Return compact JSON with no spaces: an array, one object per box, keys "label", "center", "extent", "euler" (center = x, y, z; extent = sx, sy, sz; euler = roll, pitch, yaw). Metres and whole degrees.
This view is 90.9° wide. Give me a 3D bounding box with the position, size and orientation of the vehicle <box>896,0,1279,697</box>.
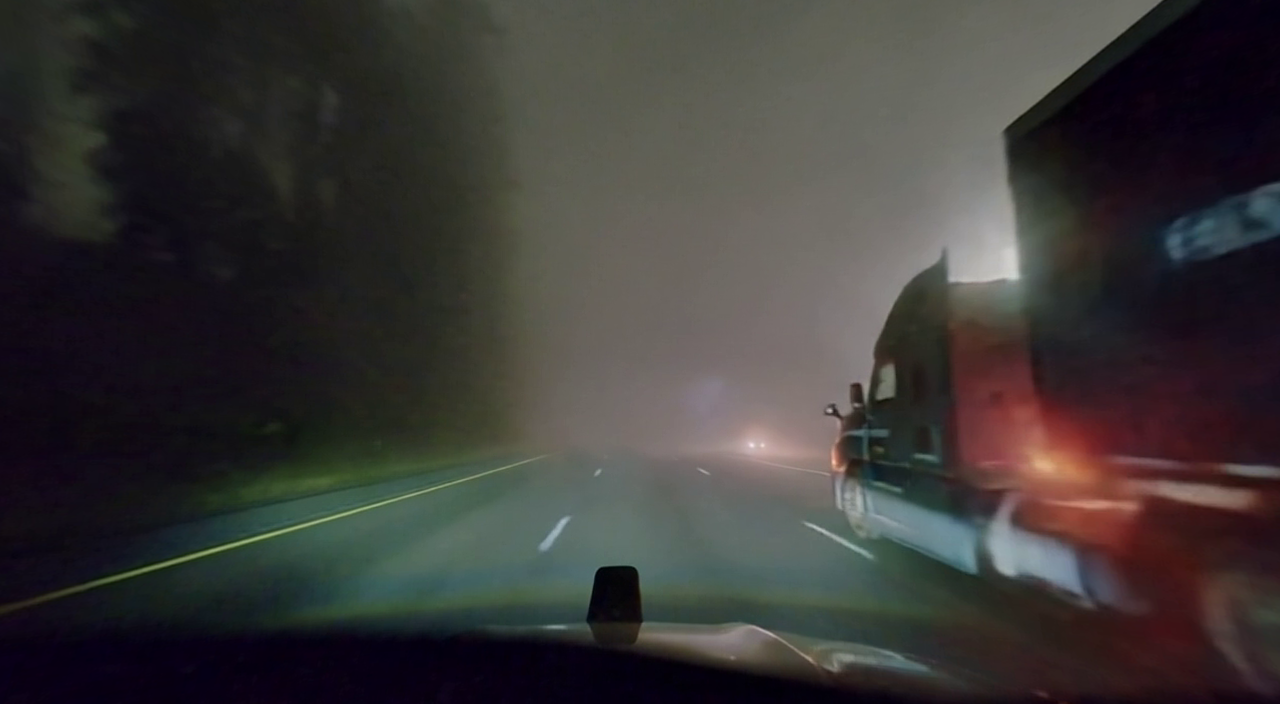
[{"label":"vehicle","center":[4.798,-0.270,2.687],"extent":[2.985,3.892,9.938],"euler":[0,-8,-1]}]
